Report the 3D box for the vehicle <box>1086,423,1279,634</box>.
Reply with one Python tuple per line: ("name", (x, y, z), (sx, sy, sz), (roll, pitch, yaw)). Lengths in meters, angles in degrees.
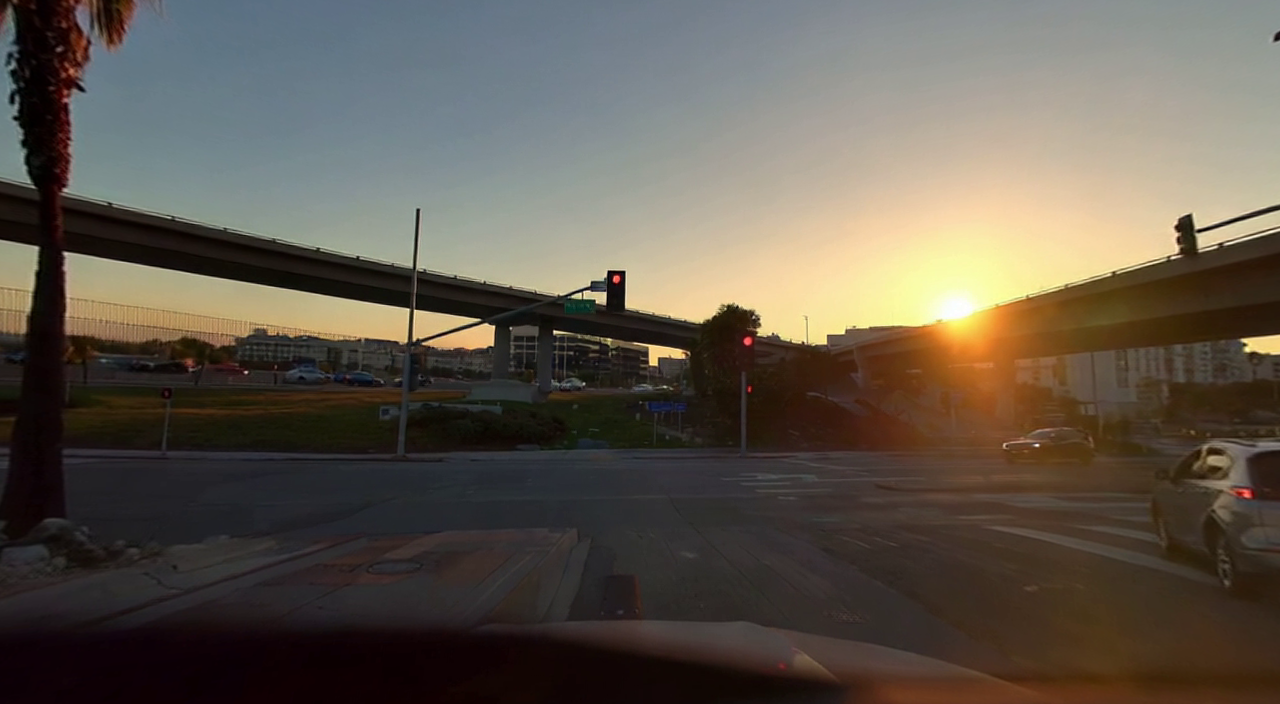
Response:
("vehicle", (6.158, 1.519, 6.352), (1.959, 1.485, 4.628), (-4, -9, 26))
